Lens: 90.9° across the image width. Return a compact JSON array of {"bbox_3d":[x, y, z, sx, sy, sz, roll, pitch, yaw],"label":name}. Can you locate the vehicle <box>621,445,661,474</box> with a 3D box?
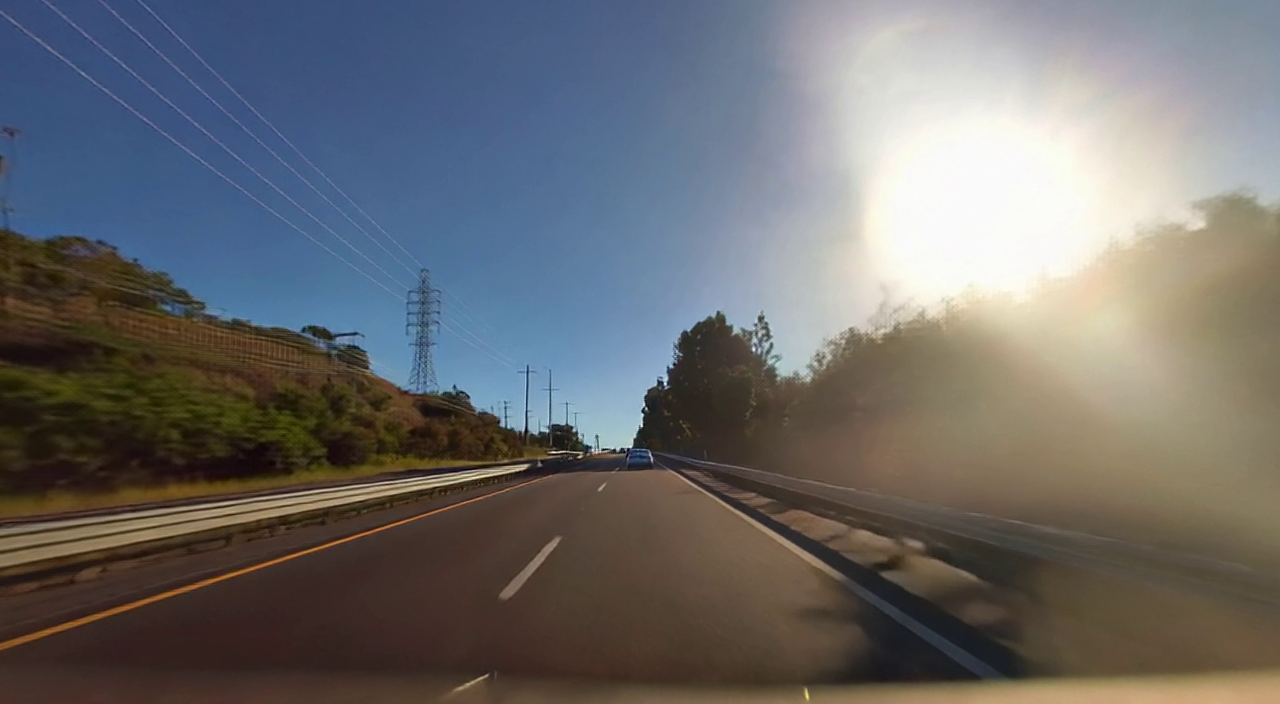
[{"bbox_3d":[0.026,5.893,34.669,2.080,1.486,3.813,0,-9,-1],"label":"vehicle"}]
